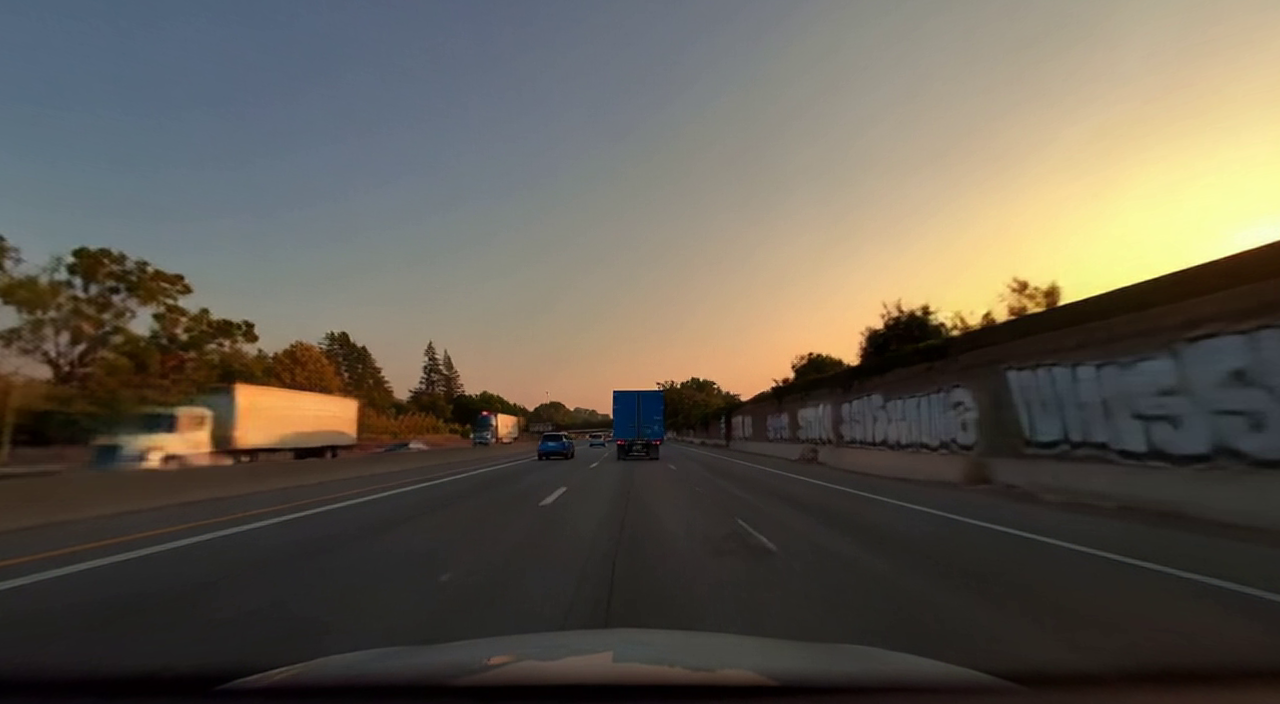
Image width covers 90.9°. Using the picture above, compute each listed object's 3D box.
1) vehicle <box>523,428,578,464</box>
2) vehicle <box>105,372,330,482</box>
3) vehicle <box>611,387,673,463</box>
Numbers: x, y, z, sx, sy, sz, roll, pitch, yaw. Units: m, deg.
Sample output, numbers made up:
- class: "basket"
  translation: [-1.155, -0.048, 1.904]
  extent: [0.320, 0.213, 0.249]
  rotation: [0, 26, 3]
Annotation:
- class: "vehicle"
  translation: [-4.313, 4.611, 30.994]
  extent: [2.058, 1.645, 4.130]
  rotation: [0, -8, 0]
- class: "vehicle"
  translation: [-17.512, 3.345, 27.512]
  extent: [2.880, 3.918, 10.150]
  rotation: [0, -8, -1]
- class: "vehicle"
  translation: [0.034, 4.125, 34.862]
  extent: [2.927, 3.649, 9.443]
  rotation: [0, -8, -1]
